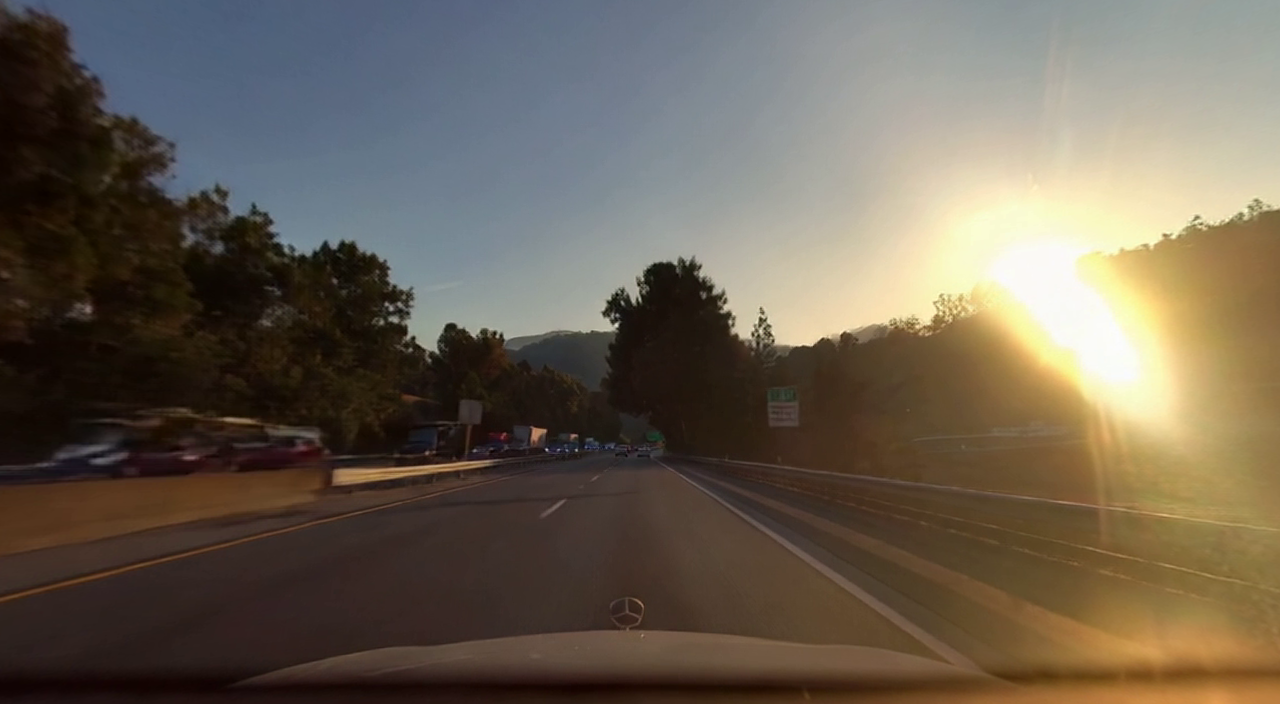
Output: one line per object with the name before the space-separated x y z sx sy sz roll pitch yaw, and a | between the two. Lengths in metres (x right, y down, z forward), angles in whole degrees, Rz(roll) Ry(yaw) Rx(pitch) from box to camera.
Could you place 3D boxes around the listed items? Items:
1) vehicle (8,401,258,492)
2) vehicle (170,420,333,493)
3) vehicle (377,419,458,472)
vehicle | -16.880 3.313 21.947 2.499 2.572 7.618 1 -9 -2
vehicle | -12.274 3.361 20.444 2.164 2.078 4.841 0 -9 0
vehicle | -12.888 5.511 37.059 2.518 2.799 5.948 0 -9 0
